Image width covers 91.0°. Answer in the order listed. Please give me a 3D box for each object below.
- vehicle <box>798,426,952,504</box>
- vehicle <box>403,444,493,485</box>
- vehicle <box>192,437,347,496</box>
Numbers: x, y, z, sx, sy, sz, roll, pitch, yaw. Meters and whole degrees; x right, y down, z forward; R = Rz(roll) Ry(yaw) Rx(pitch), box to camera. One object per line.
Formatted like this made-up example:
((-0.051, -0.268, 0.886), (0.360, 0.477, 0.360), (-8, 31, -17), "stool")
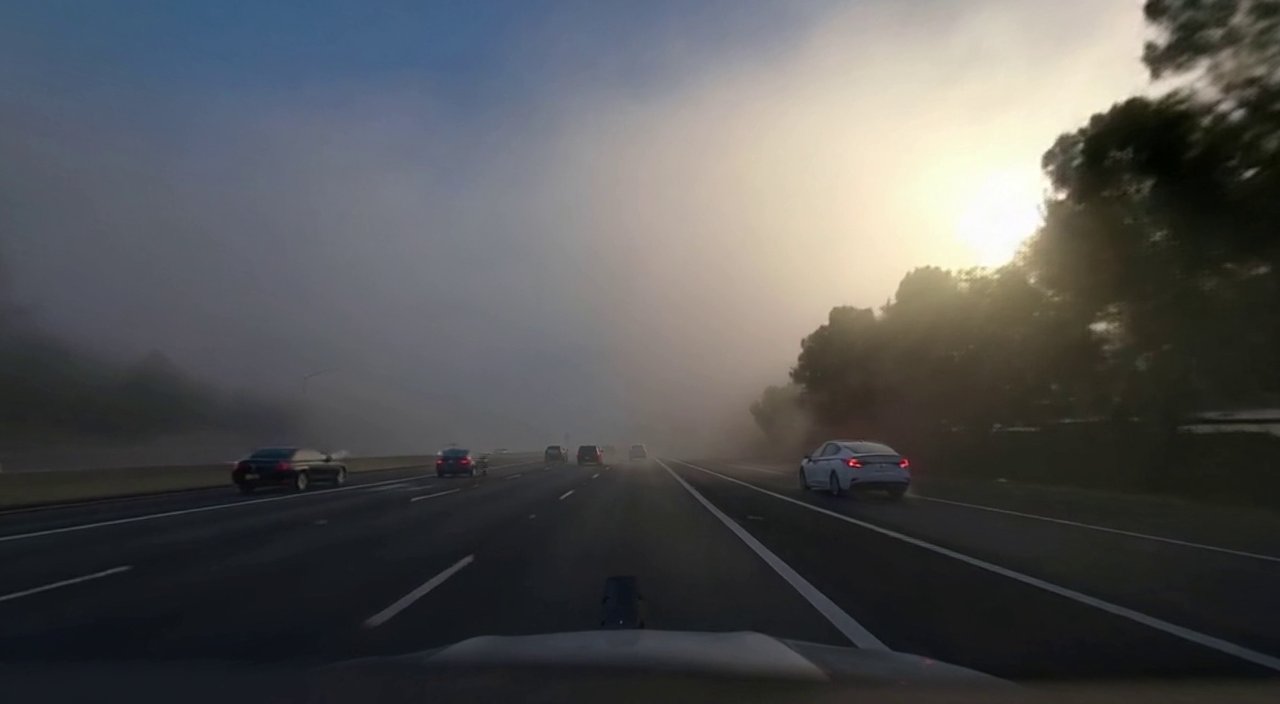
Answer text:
((6.133, 3.029, 17.243), (2.259, 1.816, 4.862), (0, -9, -1), "vehicle")
((-7.483, 4.428, 25.136), (2.071, 1.486, 4.703), (0, -9, 1), "vehicle")
((-11.289, 3.505, 19.658), (2.107, 1.628, 4.446), (0, -9, 0), "vehicle")
